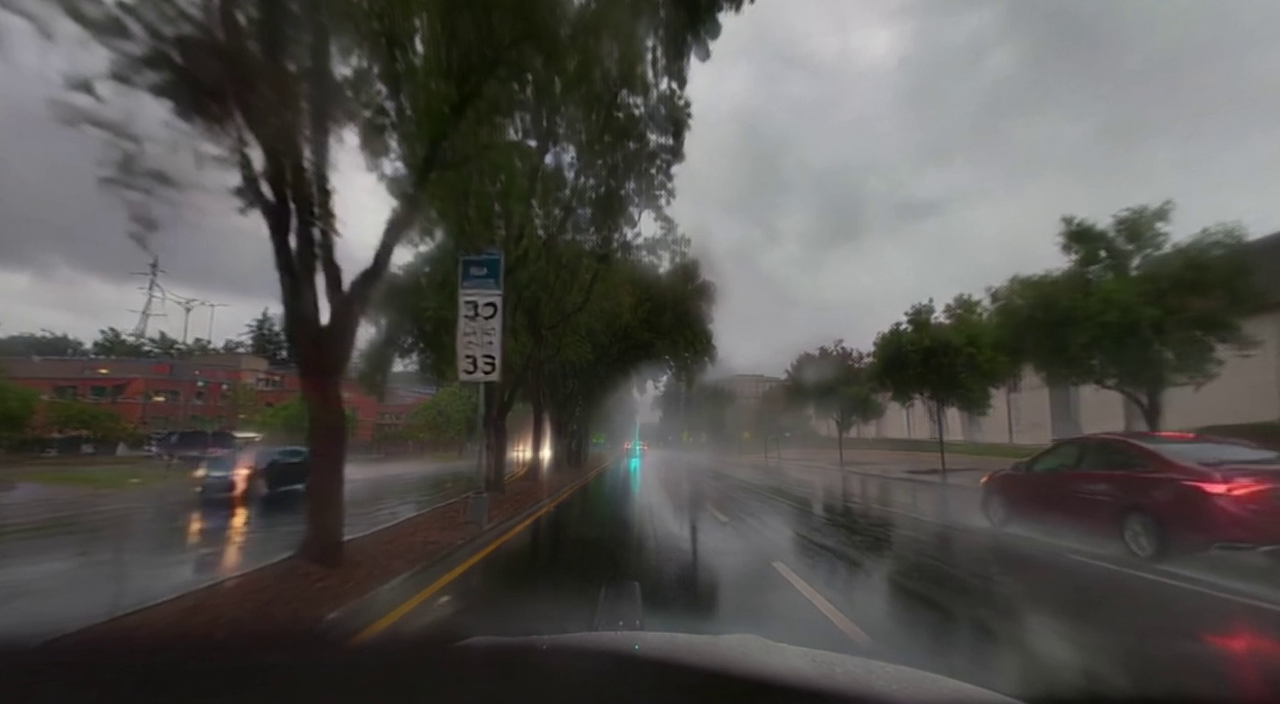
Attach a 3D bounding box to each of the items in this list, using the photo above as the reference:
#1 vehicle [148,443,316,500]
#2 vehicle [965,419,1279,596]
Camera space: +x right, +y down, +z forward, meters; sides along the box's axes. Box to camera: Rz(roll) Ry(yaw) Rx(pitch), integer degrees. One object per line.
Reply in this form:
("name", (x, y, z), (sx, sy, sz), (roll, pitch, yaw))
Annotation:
("vehicle", (-12.695, 3.707, 20.134), (2.163, 1.576, 4.704), (0, -9, 0))
("vehicle", (6.562, 1.729, 8.026), (2.088, 1.524, 5.085), (0, -9, -1))
